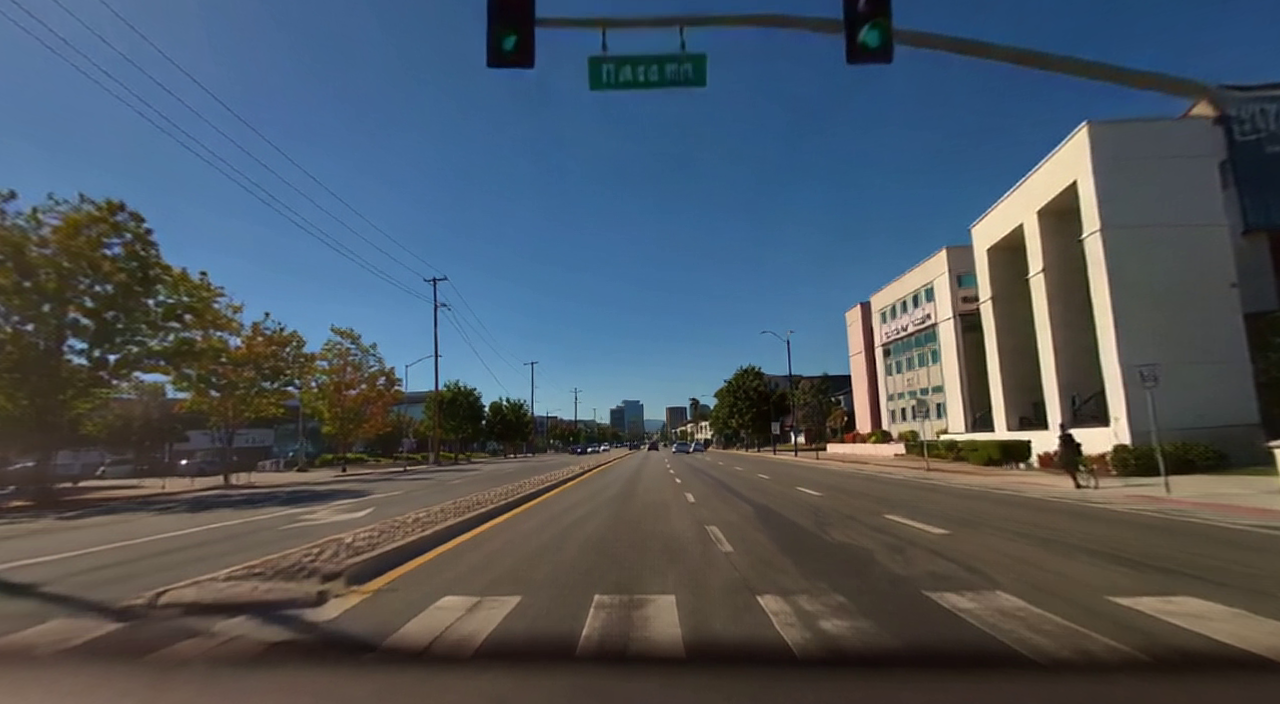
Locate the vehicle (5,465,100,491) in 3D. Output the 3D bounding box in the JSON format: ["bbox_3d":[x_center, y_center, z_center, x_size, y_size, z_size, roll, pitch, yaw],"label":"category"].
[{"bbox_3d":[-37.074,7.928,39.937,1.736,1.399,4.271,-1,-8,5],"label":"vehicle"}]
